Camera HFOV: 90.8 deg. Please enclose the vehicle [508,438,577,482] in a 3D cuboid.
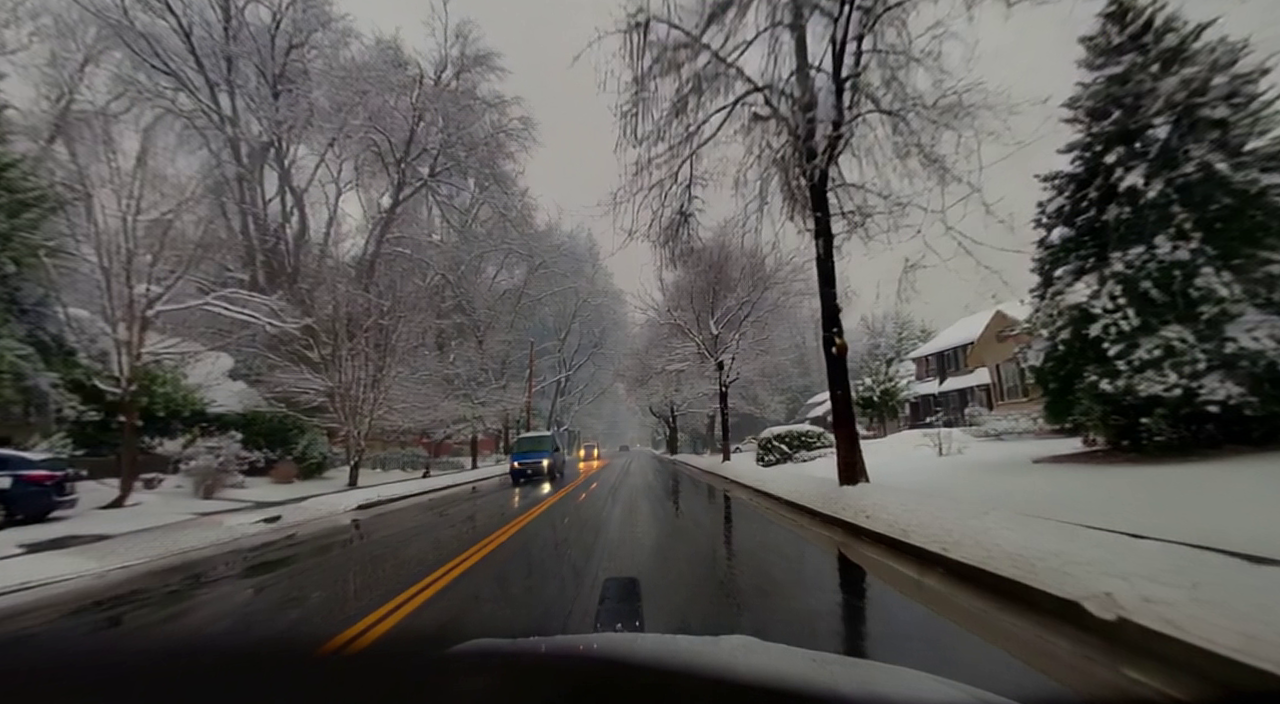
[{"bbox_3d":[-4.392,4.953,29.463,2.303,1.813,5.660,-1,-8,0],"label":"vehicle"}]
